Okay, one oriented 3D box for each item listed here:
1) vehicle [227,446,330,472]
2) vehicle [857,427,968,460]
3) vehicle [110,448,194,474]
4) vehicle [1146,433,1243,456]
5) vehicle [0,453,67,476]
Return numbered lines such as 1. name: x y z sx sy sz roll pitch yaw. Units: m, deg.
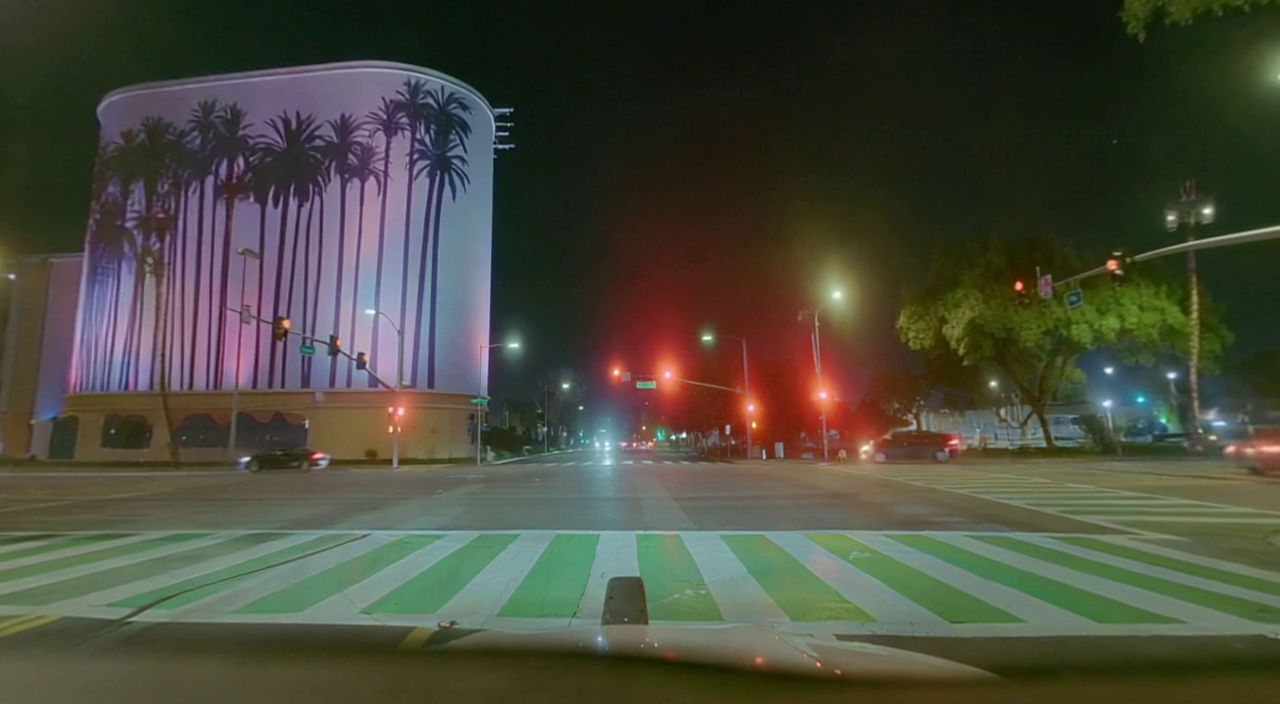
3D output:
1. vehicle: -21.178 6.287 37.013 4.893 1.458 1.791 0 -8 -1
2. vehicle: 15.944 5.385 37.104 5.477 1.880 2.125 0 -8 1
3. vehicle: -33.060 7.400 42.779 4.136 1.661 1.857 0 -8 0
4. vehicle: 36.186 6.026 41.225 4.606 1.449 1.687 0 -8 2
5. vehicle: -41.633 7.607 42.794 3.698 1.508 1.779 0 -8 1
